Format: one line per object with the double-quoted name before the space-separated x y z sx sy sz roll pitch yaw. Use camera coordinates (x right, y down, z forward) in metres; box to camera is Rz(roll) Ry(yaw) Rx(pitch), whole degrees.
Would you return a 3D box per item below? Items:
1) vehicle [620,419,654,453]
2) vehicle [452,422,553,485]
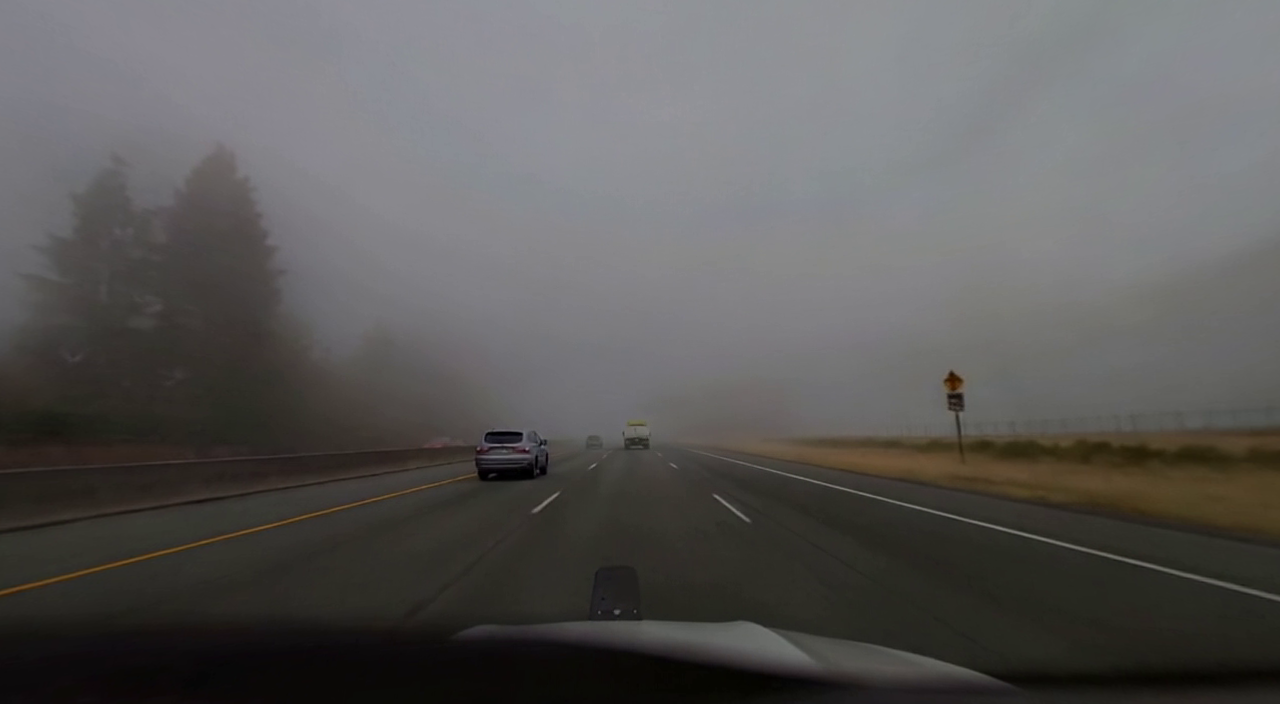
"vehicle" -0.231 6.674 49.783 2.526 2.531 5.026 0 -8 -1
"vehicle" -3.934 2.968 18.859 2.045 1.655 4.301 0 -8 0
